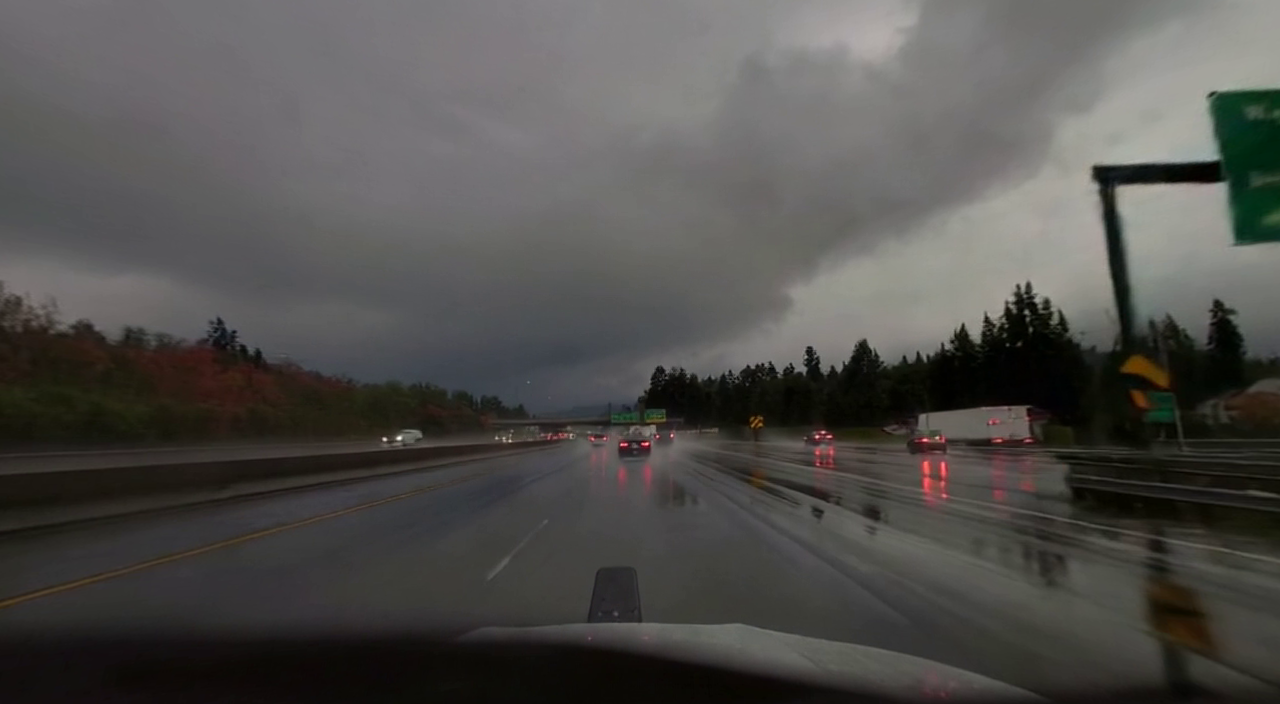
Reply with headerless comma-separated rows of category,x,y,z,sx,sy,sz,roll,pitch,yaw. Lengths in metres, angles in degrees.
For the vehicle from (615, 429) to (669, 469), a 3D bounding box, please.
vehicle,0.030,4.037,26.356,2.086,1.554,3.875,0,-8,-2
